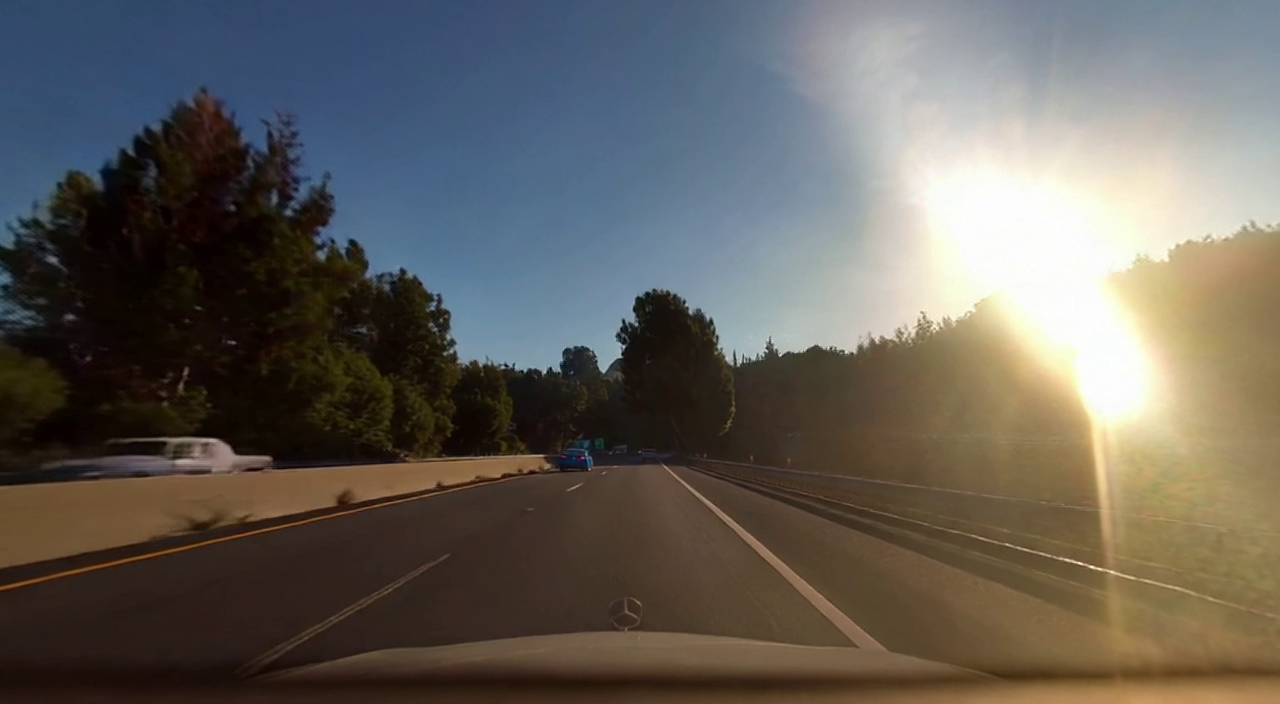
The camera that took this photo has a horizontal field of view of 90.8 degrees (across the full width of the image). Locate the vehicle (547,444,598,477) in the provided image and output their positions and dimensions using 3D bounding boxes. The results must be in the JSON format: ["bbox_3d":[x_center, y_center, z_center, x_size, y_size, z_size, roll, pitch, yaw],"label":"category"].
[{"bbox_3d":[-3.441,5.619,33.033,2.088,1.586,4.000,0,-8,2],"label":"vehicle"}]
